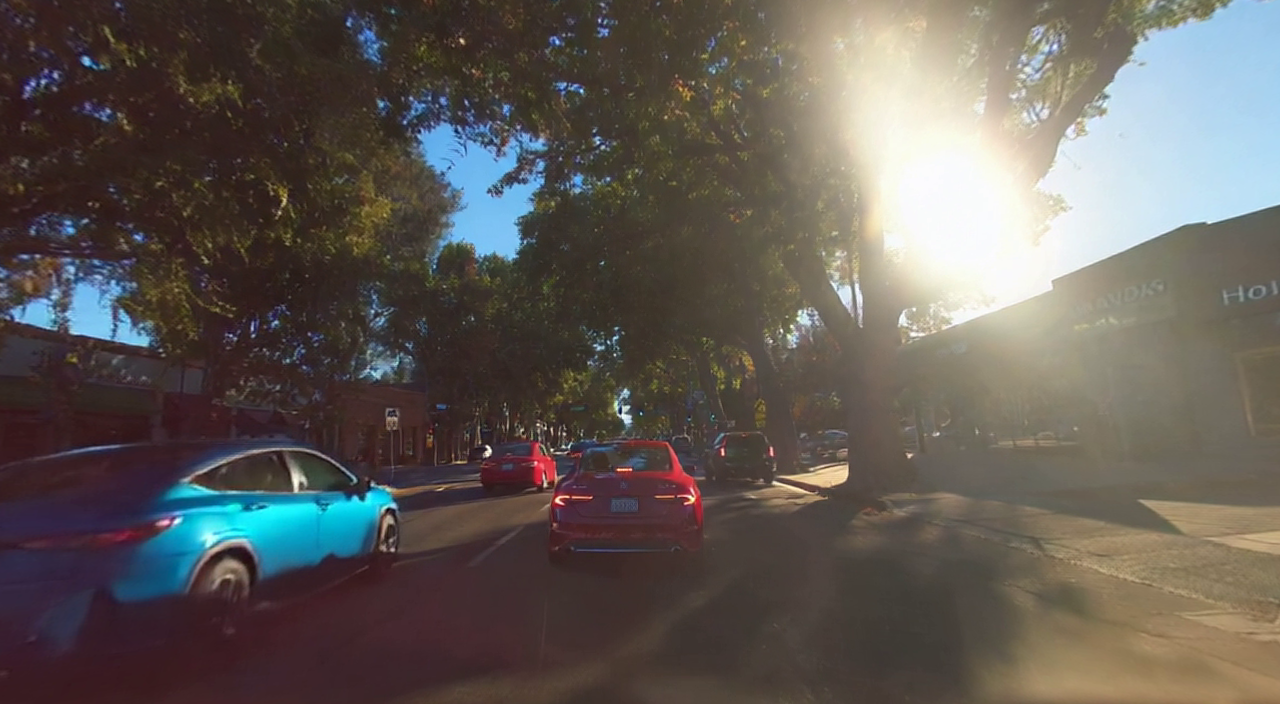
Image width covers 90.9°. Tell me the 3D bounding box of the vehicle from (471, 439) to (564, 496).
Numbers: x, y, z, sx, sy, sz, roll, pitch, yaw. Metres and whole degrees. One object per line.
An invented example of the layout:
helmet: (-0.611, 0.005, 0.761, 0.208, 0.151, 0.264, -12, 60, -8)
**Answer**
vehicle: (-3.467, 3.346, 18.649, 1.905, 1.473, 4.016, 0, -9, 1)

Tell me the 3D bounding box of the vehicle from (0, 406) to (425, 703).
vehicle: (-3.373, 1.260, 4.527, 2.029, 1.456, 4.414, 0, -9, 1)

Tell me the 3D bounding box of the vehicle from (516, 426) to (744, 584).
vehicle: (-0.108, 1.758, 8.064, 2.160, 1.482, 4.037, 0, -9, 0)

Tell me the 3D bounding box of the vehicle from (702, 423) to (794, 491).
vehicle: (3.395, 3.422, 20.826, 2.152, 1.987, 4.527, 0, -9, -1)
